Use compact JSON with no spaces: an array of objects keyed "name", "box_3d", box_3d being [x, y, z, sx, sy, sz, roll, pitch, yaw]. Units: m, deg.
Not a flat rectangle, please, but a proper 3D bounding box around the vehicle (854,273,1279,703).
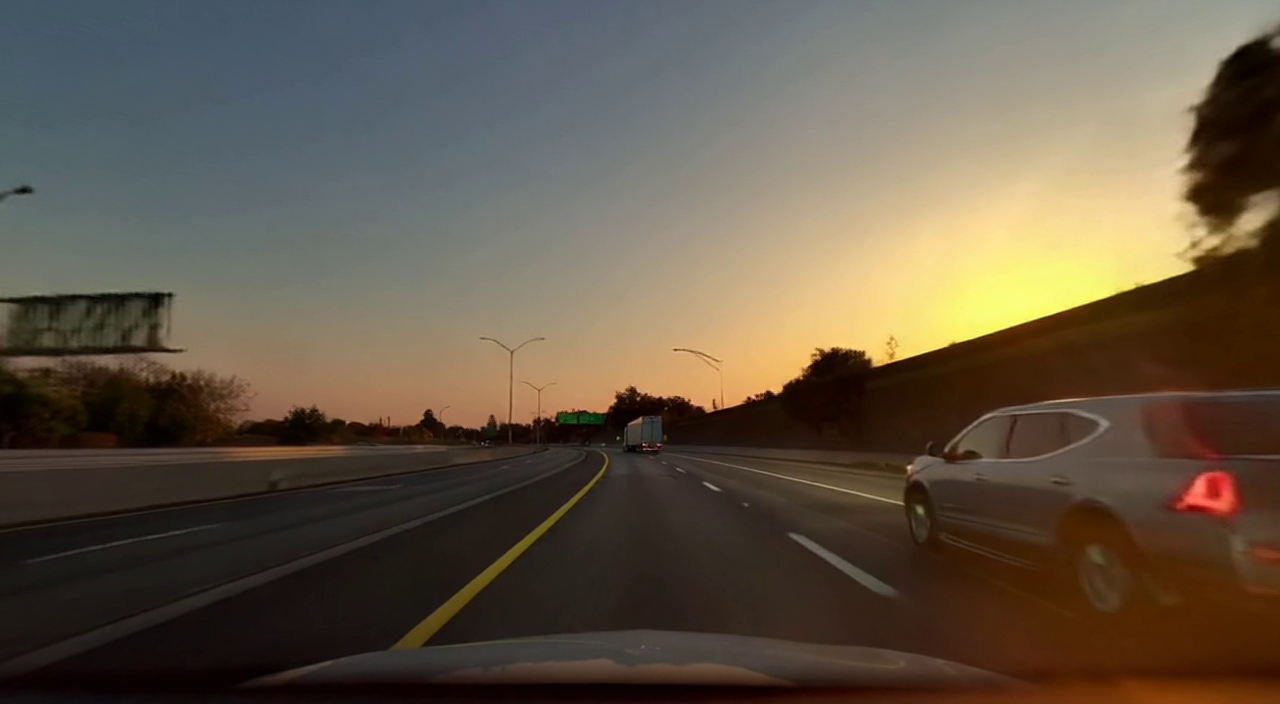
[{"name":"vehicle","box_3d":[4.010,1.008,5.357,2.383,1.959,5.669,0,-8,0]}]
